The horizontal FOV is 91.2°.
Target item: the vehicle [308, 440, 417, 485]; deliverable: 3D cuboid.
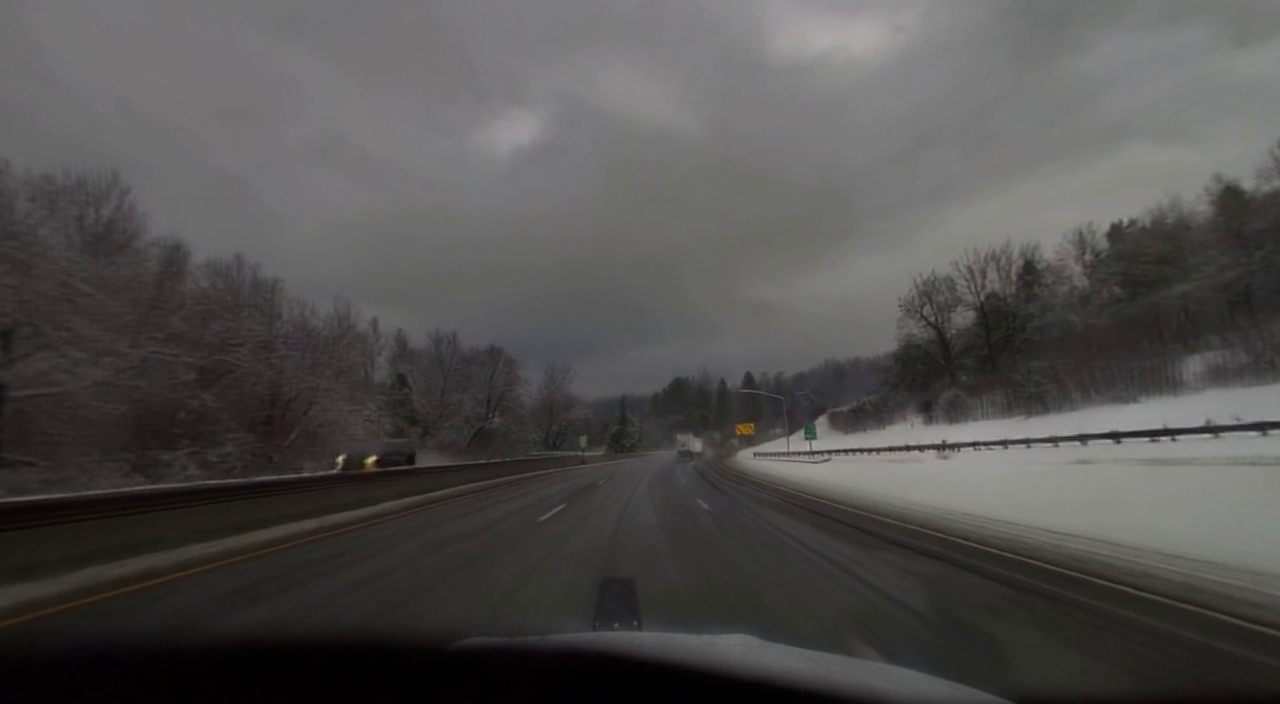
[{"bbox_3d":[-12.043,4.832,27.712,2.145,1.788,5.253,-1,-9,4],"label":"vehicle"}]
